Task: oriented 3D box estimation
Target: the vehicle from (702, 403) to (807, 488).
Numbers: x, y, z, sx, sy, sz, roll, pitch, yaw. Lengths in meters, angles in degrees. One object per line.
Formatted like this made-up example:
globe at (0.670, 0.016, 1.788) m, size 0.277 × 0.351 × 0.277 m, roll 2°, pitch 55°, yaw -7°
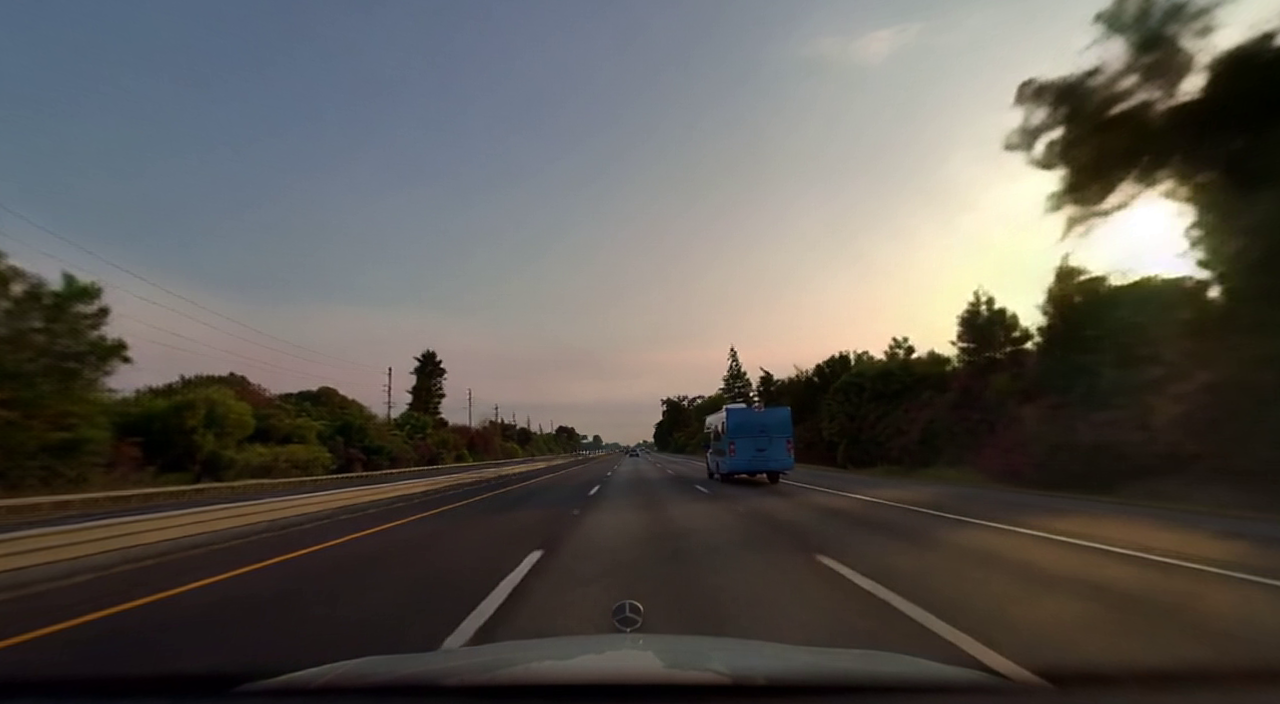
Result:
vehicle at (4.058, 3.548, 23.788) m, size 2.556 × 2.763 × 6.287 m, roll 0°, pitch -9°, yaw -2°
